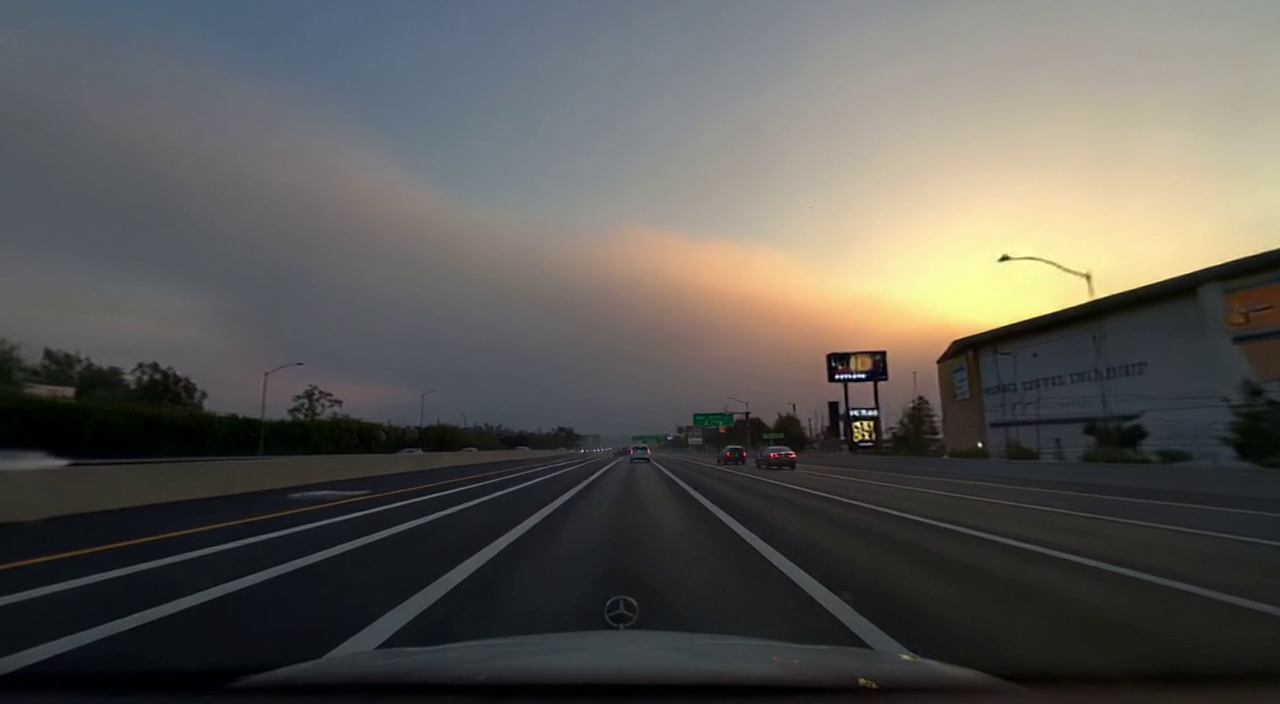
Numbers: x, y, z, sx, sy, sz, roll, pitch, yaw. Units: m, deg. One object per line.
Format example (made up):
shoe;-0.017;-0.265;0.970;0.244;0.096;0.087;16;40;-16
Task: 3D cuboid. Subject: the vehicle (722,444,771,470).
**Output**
vehicle;6.240;6.199;37.526;1.976;1.477;4.448;0;-8;-2

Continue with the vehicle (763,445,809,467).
vehicle;10.102;7.212;44.036;1.953;1.473;4.512;0;-8;-2

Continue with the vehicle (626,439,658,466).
vehicle;0.075;7.122;44.852;2.154;1.786;5.045;0;-8;-2
